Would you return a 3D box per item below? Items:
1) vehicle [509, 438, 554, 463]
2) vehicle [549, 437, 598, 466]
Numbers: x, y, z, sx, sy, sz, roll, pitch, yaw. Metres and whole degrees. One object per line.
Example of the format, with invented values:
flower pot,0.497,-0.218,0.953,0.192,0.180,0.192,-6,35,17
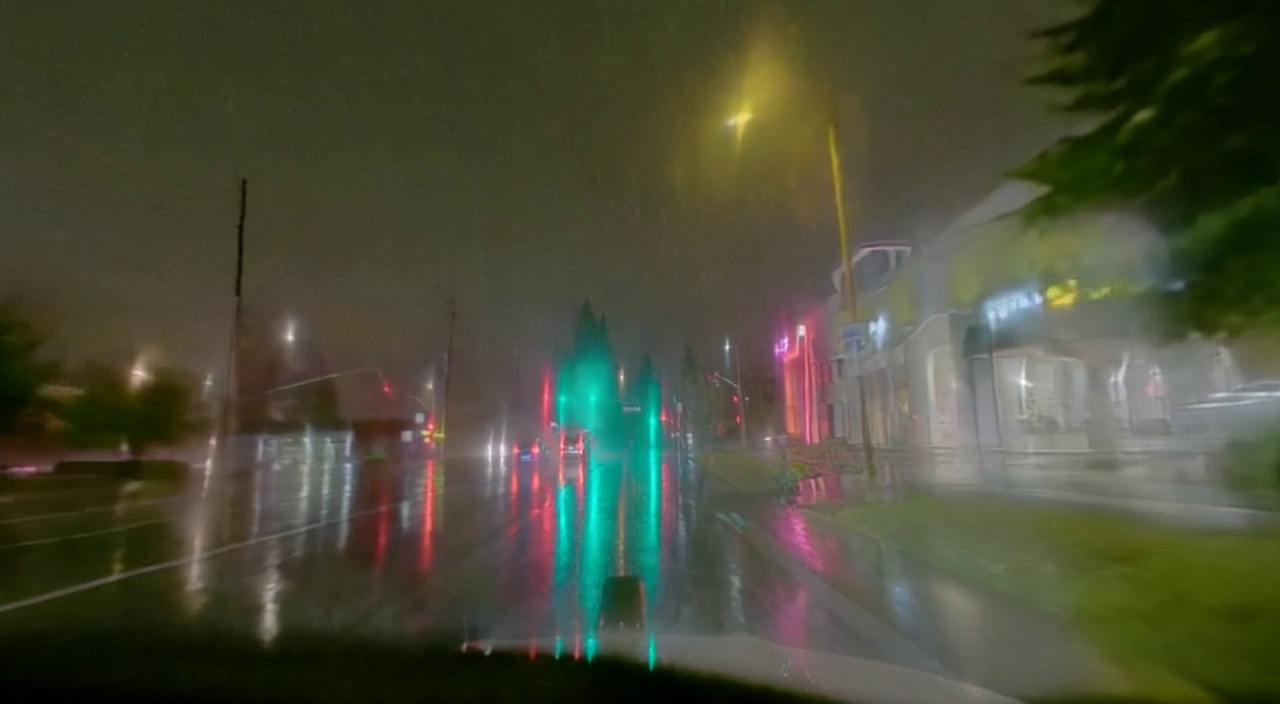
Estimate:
vehicle,-6.749,6.189,39.779,1.966,1.439,4.161,0,-8,2
vehicle,-3.478,5.303,33.811,2.054,1.449,4.772,0,-9,1
